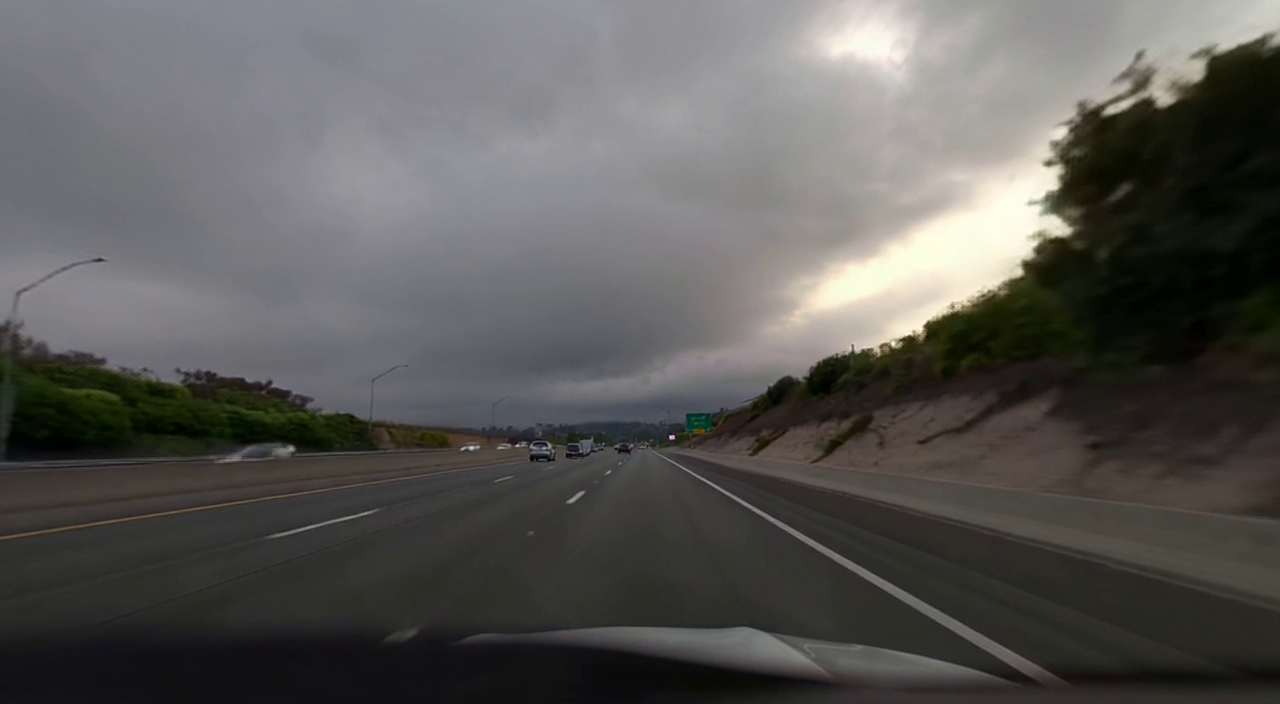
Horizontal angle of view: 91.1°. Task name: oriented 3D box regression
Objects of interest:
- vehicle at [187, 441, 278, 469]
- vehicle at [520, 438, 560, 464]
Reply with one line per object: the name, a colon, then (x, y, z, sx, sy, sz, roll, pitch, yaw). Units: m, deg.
vehicle: (-22.404, 5.682, 34.766, 2.075, 1.443, 4.314, 0, -8, 1)
vehicle: (-6.680, 6.665, 42.325, 1.972, 1.660, 4.254, 0, -8, 1)
